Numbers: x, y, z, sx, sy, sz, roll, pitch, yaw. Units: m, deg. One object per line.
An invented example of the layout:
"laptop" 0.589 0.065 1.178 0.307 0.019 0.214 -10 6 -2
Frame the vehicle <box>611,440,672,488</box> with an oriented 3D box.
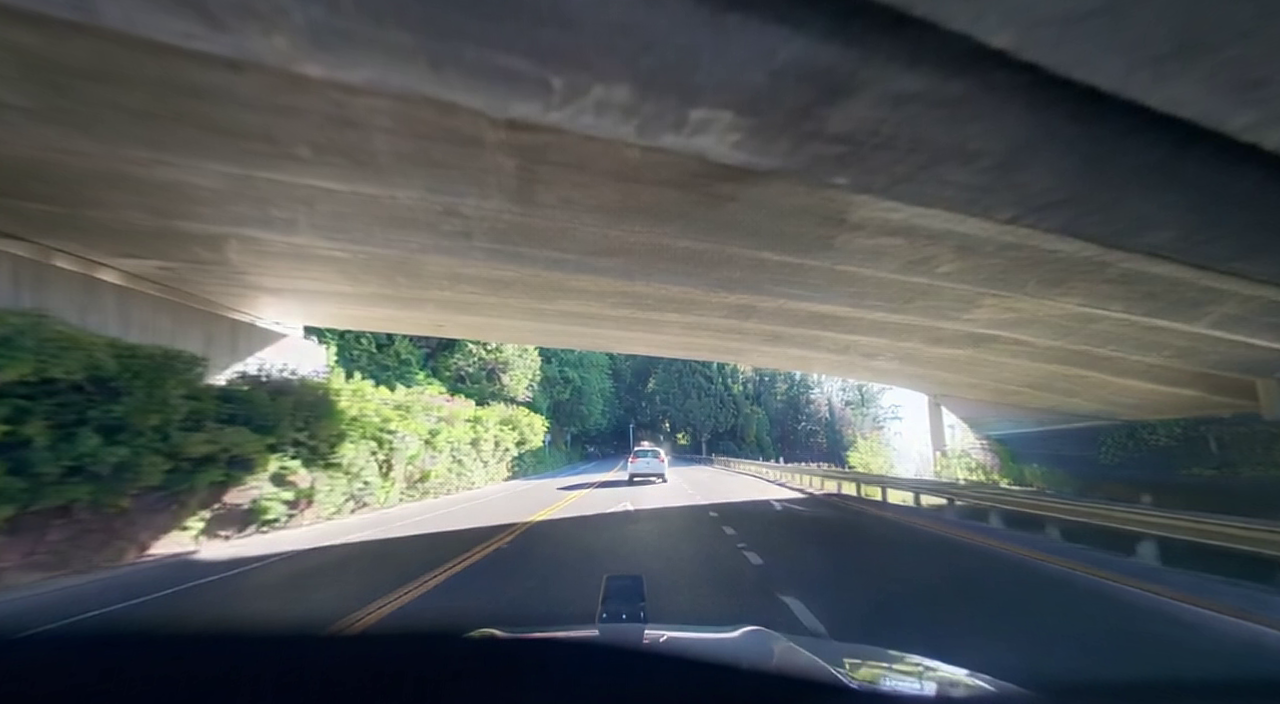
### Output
"vehicle" 0.076 4.036 22.921 2.037 1.601 3.643 0 -9 1
